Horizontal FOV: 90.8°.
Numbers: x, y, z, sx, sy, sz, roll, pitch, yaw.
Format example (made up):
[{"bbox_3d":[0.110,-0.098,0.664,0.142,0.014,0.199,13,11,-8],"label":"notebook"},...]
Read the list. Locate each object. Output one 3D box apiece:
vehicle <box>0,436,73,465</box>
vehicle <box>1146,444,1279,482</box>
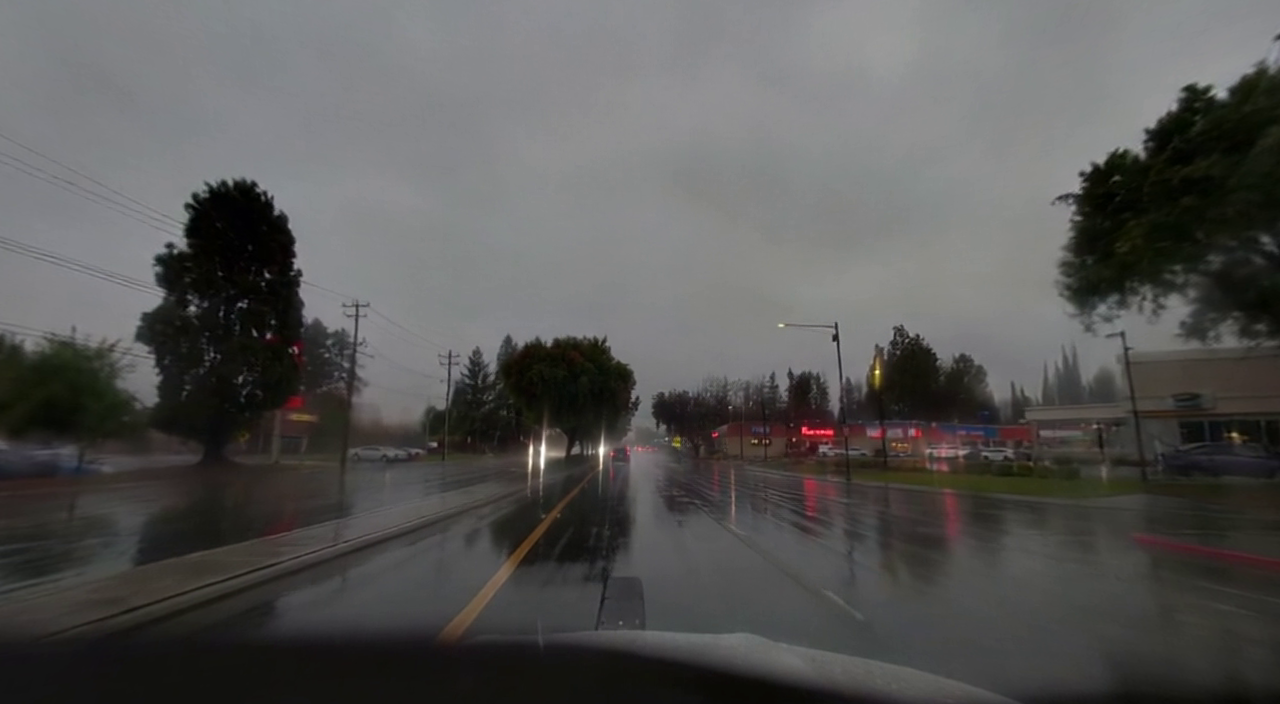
[{"bbox_3d":[-46.518,7.400,47.734,2.278,2.065,5.344,1,-8,0],"label":"vehicle"},{"bbox_3d":[24.492,4.603,26.521,2.066,1.467,4.486,5,-10,-31],"label":"vehicle"}]
